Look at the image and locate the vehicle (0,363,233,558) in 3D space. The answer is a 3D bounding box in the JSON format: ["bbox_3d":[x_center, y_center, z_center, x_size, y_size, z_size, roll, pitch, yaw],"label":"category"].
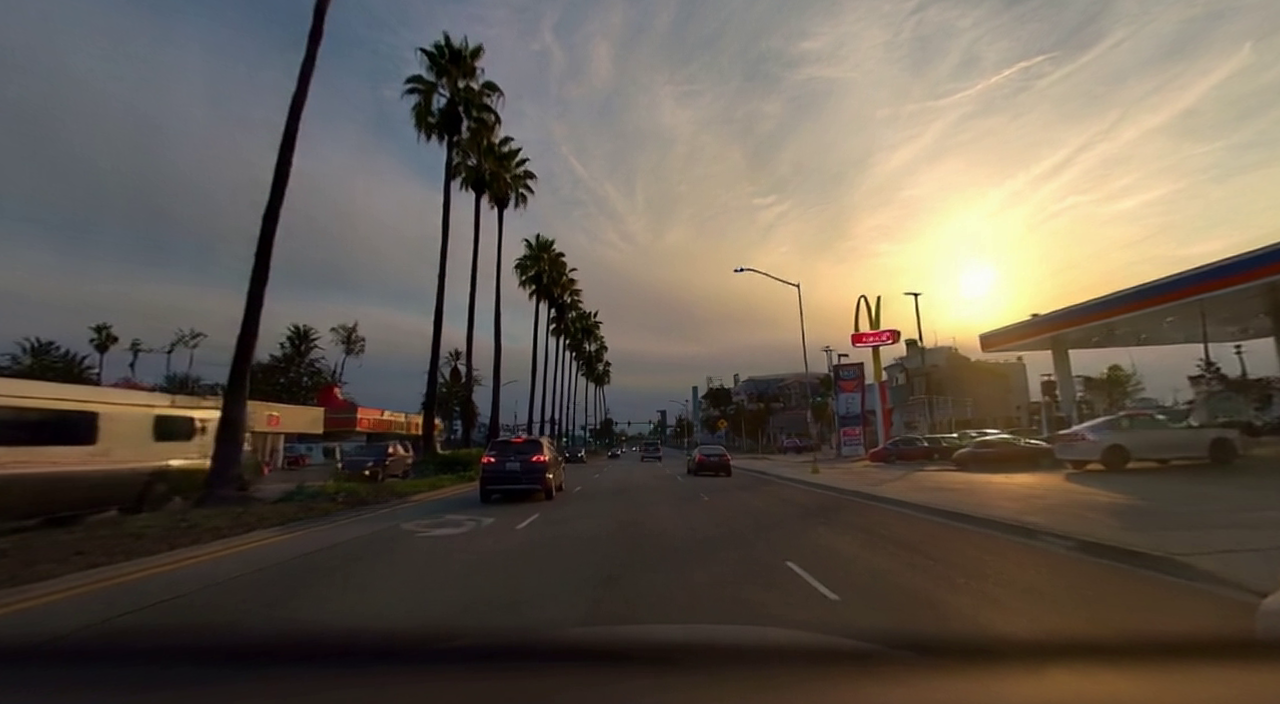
[{"bbox_3d":[-11.199,1.789,10.807,2.662,2.995,8.344,1,-7,2],"label":"vehicle"}]

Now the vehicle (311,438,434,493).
[{"bbox_3d":[-10.050,4.279,24.236,2.169,1.853,4.853,-1,-9,6],"label":"vehicle"}]

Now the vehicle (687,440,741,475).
[{"bbox_3d":[3.264,4.775,28.752,1.889,1.448,4.262,0,-9,0],"label":"vehicle"}]

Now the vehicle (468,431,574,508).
[{"bbox_3d":[-2.658,2.728,15.085,2.021,1.550,4.090,1,-9,-4],"label":"vehicle"}]
